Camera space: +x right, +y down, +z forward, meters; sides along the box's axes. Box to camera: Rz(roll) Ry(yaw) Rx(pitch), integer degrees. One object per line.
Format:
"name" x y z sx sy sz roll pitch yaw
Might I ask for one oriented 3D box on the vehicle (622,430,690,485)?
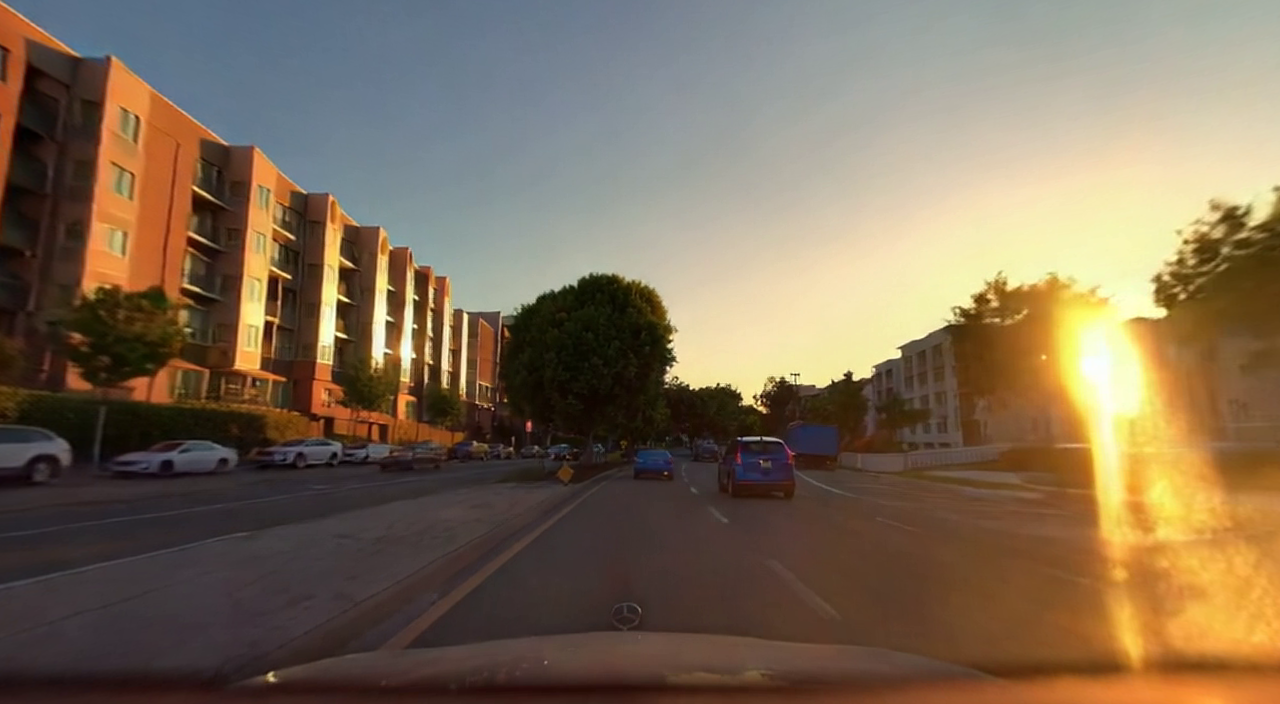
"vehicle" 0.649 4.061 24.558 2.345 1.841 5.032 1 -9 2

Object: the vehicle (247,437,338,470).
"vehicle" -18.254 5.398 33.474 2.010 1.609 4.549 0 -10 3

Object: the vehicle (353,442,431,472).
"vehicle" -12.981 5.539 33.491 1.884 1.454 4.858 0 -9 4

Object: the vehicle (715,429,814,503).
"vehicle" 3.398 3.206 18.168 2.033 1.823 4.409 1 -9 1

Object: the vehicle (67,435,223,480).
"vehicle" -18.742 4.061 24.296 1.961 1.556 4.791 -1 -10 2

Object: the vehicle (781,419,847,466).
"vehicle" 12.999 6.896 47.793 3.705 3.221 6.779 0 -9 6
